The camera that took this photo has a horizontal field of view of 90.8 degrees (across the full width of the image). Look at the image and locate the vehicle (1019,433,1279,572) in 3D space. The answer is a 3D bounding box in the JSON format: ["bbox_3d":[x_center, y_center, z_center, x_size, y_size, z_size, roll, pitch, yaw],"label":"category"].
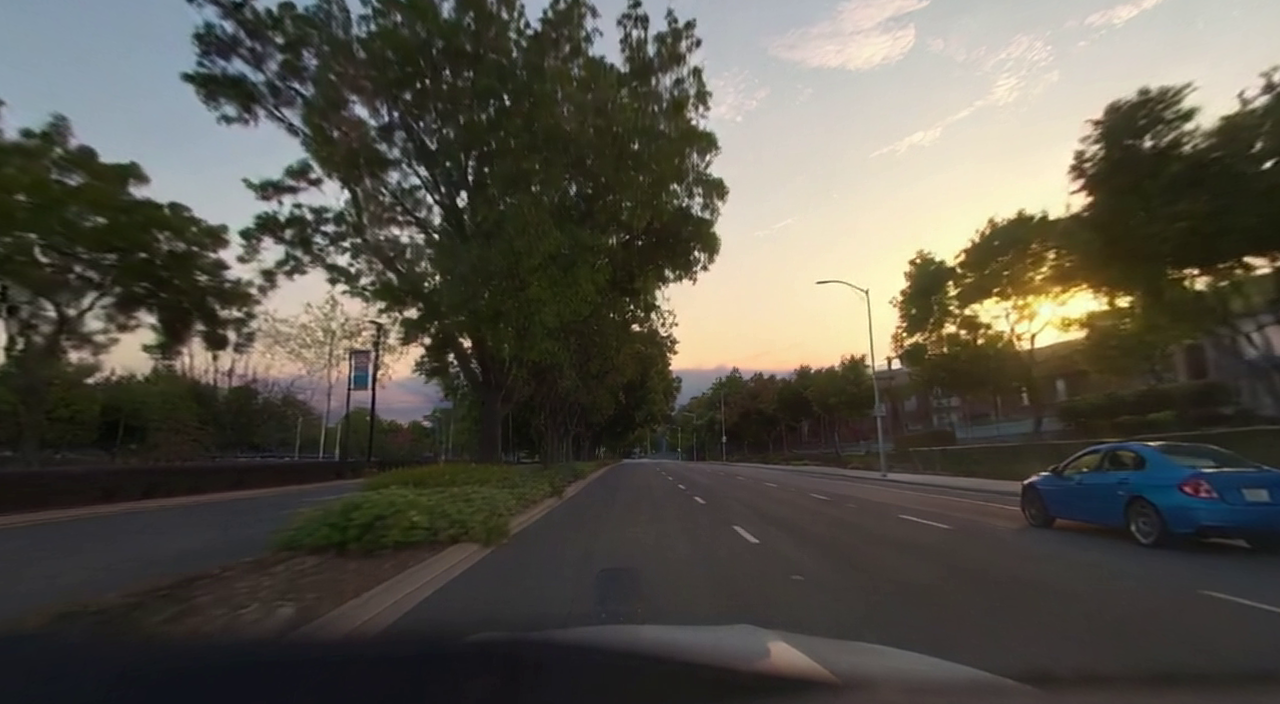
[{"bbox_3d":[7.272,1.923,8.772,1.797,1.518,3.433,0,-8,-1],"label":"vehicle"}]
